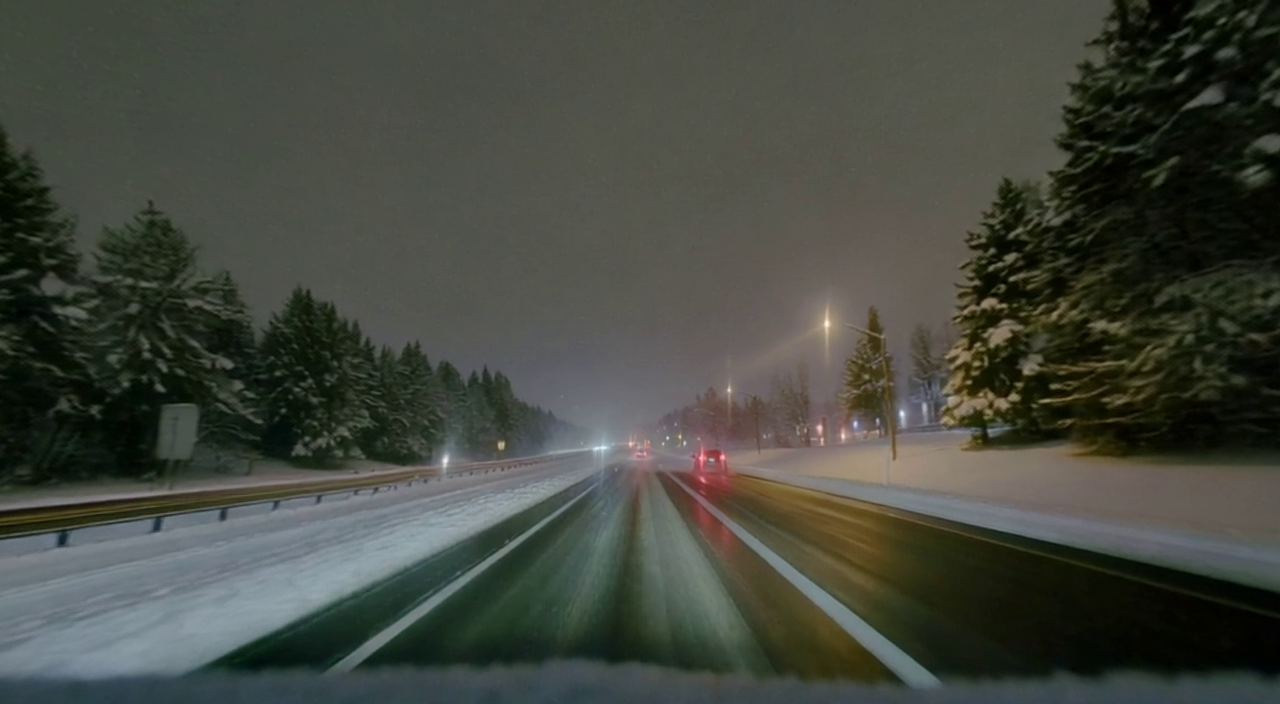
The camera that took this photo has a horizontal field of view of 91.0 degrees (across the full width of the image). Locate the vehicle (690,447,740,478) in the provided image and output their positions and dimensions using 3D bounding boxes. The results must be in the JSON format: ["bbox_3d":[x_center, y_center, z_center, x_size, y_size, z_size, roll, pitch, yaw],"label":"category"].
[{"bbox_3d":[3.874,5.818,33.435,2.115,1.522,4.330,0,-9,0],"label":"vehicle"}]
